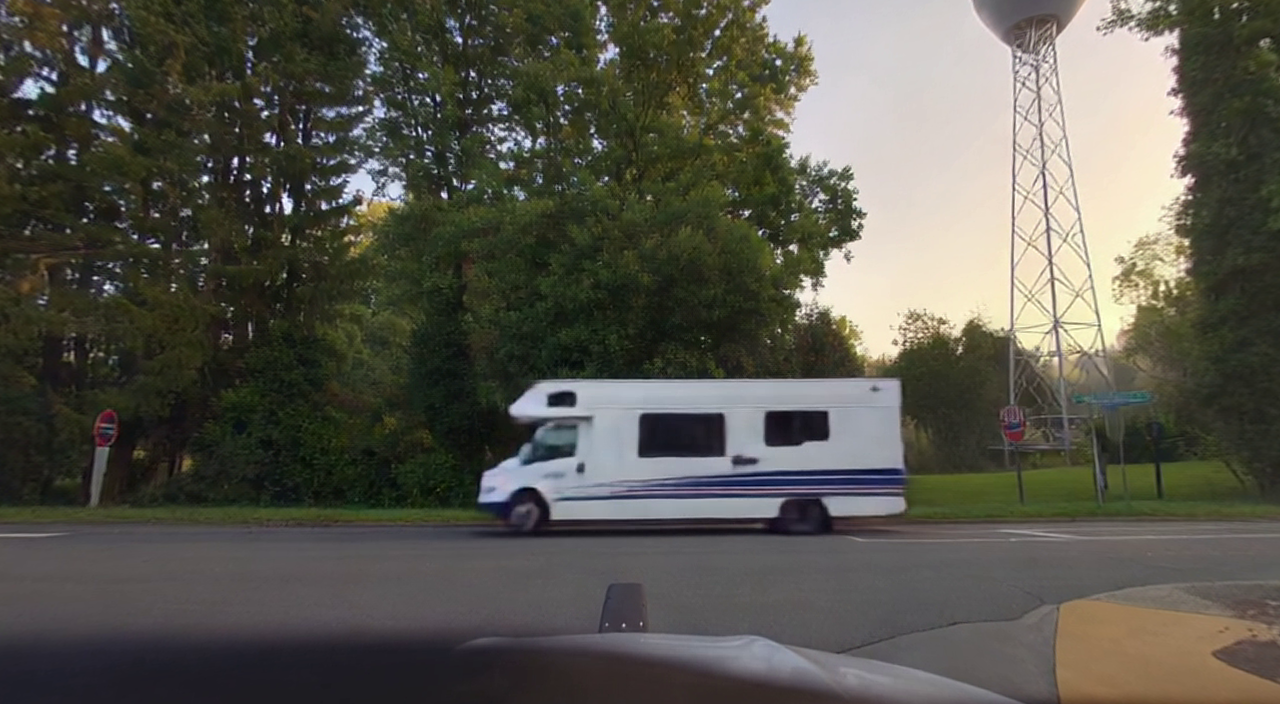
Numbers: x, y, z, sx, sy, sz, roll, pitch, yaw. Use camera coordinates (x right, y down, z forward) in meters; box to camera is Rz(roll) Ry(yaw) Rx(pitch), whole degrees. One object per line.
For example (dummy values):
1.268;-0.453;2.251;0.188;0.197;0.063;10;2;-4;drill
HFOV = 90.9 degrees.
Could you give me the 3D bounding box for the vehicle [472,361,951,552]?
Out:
1.217;1.983;12.246;8.152;3.185;2.776;0;-9;-3;vehicle
